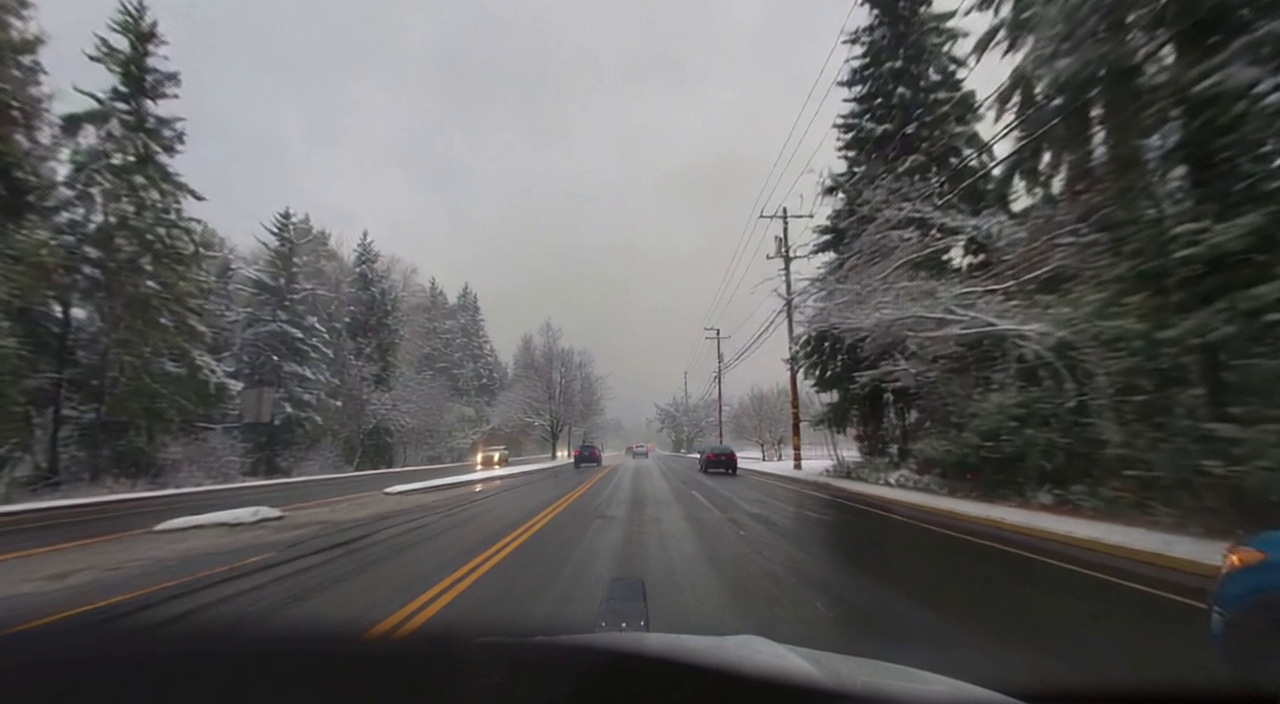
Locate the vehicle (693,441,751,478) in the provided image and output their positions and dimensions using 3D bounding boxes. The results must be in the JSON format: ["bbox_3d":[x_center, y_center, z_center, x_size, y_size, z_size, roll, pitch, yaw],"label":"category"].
[{"bbox_3d":[3.494,4.646,27.611,1.906,1.468,4.422,0,-8,-1],"label":"vehicle"}]

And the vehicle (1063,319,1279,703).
[{"bbox_3d":[3.390,0.593,1.125,2.182,1.744,4.464,0,-8,1],"label":"vehicle"}]

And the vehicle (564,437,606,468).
[{"bbox_3d":[-3.260,6.112,38.427,2.066,1.725,4.241,0,-8,1],"label":"vehicle"}]
